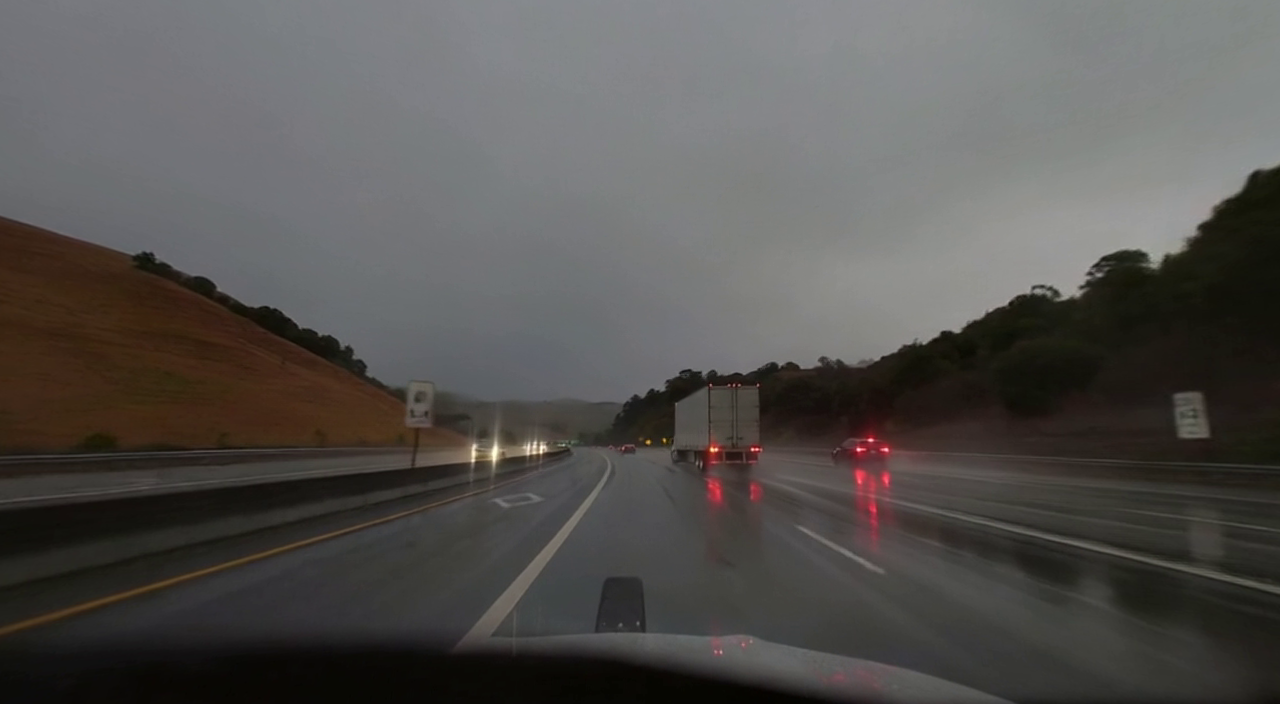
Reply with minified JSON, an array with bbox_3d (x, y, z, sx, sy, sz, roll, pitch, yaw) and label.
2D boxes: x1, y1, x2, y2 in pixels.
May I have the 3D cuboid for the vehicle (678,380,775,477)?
[{"bbox_3d":[3.870,3.917,31.162,3.049,3.968,10.706,0,-9,-1],"label":"vehicle"}]

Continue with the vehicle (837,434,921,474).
[{"bbox_3d":[11.307,4.869,30.214,2.046,1.741,4.769,0,-9,-1],"label":"vehicle"}]
